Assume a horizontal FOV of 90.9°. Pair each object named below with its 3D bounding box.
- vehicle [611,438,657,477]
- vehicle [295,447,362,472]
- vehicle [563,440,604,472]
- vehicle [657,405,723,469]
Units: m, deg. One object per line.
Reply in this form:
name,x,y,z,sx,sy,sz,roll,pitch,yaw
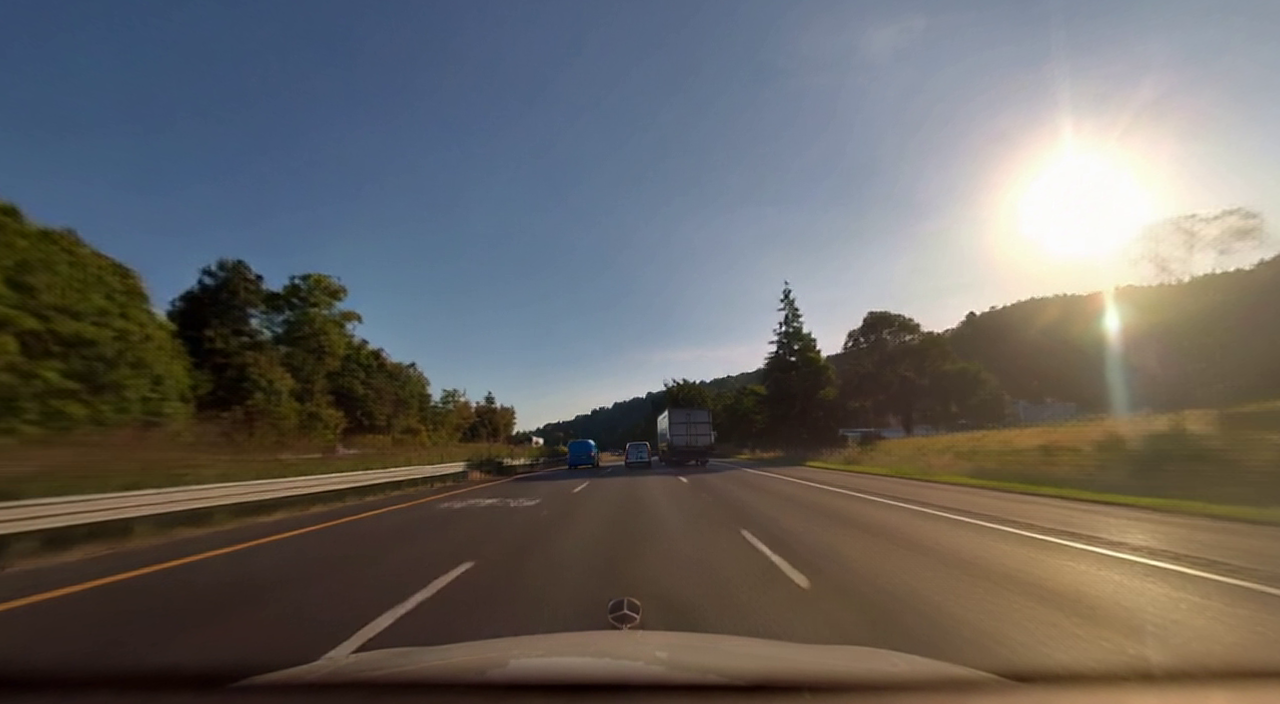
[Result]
vehicle,-0.285,5.374,32.194,2.209,1.825,4.036,0,-9,0
vehicle,-19.158,6.621,39.008,1.932,1.459,4.178,-1,-9,1
vehicle,-3.659,6.886,41.833,2.167,1.991,5.062,-1,-9,1
vehicle,3.380,6.710,48.406,3.468,4.030,16.902,0,-9,-1
